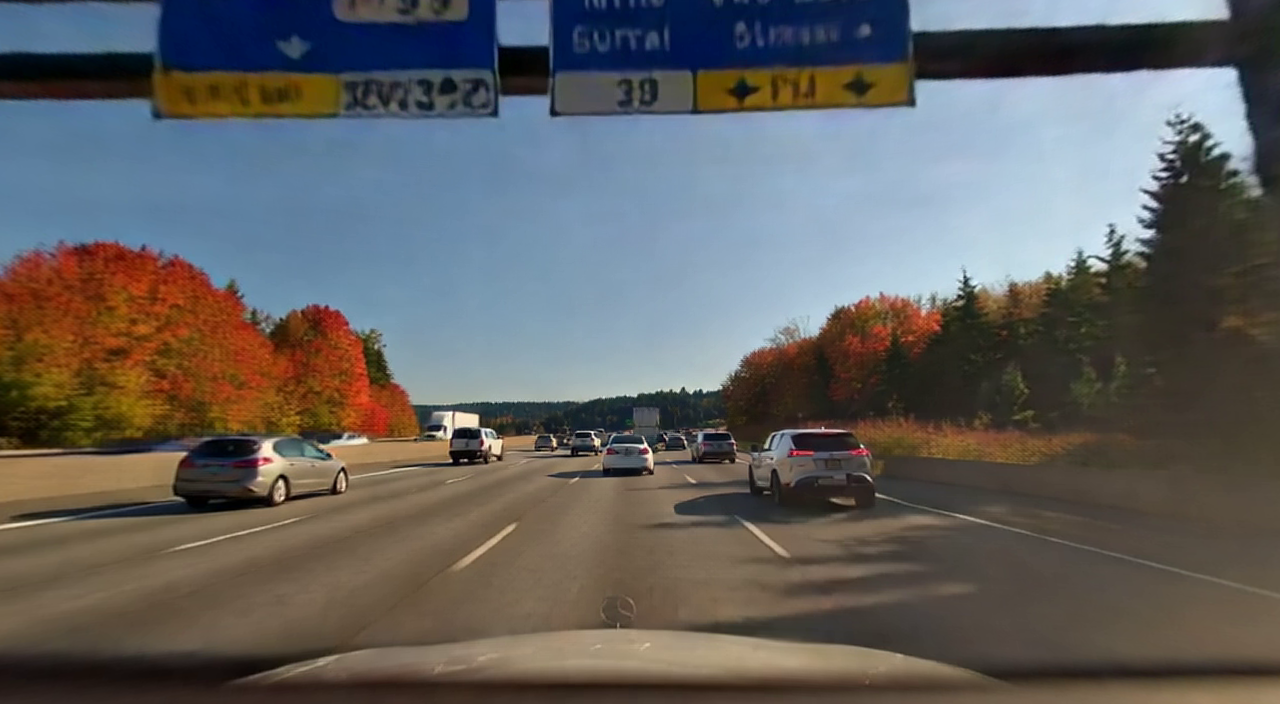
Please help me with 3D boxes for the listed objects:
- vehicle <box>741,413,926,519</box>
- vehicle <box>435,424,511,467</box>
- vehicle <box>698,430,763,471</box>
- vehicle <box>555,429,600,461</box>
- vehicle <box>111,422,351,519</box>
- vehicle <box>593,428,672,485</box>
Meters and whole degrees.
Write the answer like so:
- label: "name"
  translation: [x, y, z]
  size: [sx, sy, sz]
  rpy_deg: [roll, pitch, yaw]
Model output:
- label: "vehicle"
  translation: [3.400, 2.089, 12.108]
  size: [2.095, 1.650, 4.331]
  rpy_deg: [0, -8, -1]
- label: "vehicle"
  translation: [-7.459, 4.247, 28.659]
  size: [2.117, 1.779, 4.745]
  rpy_deg: [0, -8, 1]
- label: "vehicle"
  translation: [3.584, 3.986, 25.719]
  size: [1.972, 1.516, 4.514]
  rpy_deg: [0, -8, 0]
- label: "vehicle"
  translation: [-3.550, 5.348, 36.327]
  size: [2.064, 1.672, 4.277]
  rpy_deg: [0, -8, 1]
- label: "vehicle"
  translation: [-7.471, 2.166, 12.085]
  size: [1.934, 1.526, 3.966]
  rpy_deg: [0, -8, 0]
- label: "vehicle"
  translation: [-0.216, 3.094, 19.075]
  size: [2.111, 1.494, 4.364]
  rpy_deg: [0, -8, -1]
